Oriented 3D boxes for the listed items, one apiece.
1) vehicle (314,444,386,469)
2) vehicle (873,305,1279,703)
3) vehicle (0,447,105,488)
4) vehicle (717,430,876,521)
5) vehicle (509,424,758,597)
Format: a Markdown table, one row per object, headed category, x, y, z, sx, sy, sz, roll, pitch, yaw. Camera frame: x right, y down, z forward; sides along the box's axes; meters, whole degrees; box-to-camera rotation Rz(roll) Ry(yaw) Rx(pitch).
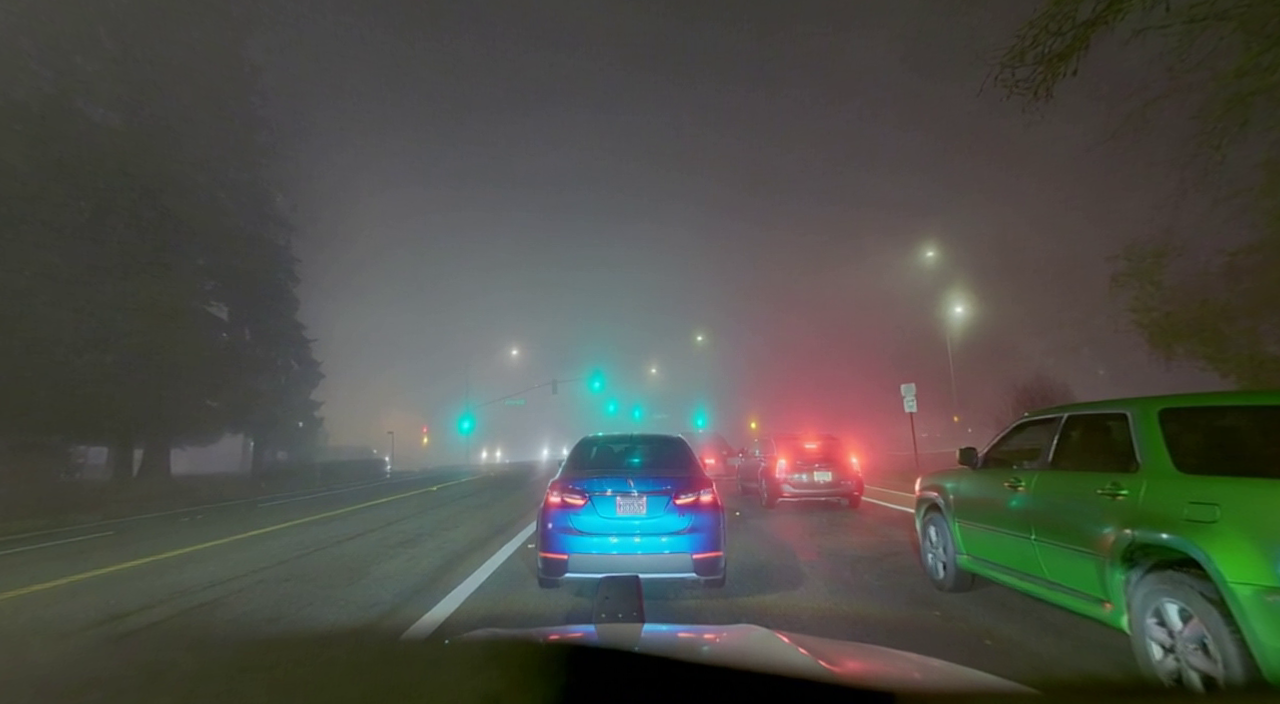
| category | x | y | z | sx | sy | sz | roll | pitch | yaw |
| --- | --- | --- | --- | --- | --- | --- | --- | --- | --- |
| vehicle | -19.909 | 7.173 | 43.499 | 3.957 | 1.630 | 1.881 | 0 | -8 | -1 |
| vehicle | 3.369 | 0.966 | 4.067 | 2.006 | 1.766 | 4.345 | 0 | -8 | -1 |
| vehicle | -22.529 | 4.236 | 23.307 | 4.092 | 1.438 | 1.639 | -1 | -8 | 1 |
| vehicle | 2.951 | 2.435 | 13.064 | 1.971 | 1.517 | 4.521 | 0 | -8 | -2 |
| vehicle | -0.094 | 1.711 | 7.715 | 2.186 | 1.500 | 4.141 | 0 | -8 | -1 |
